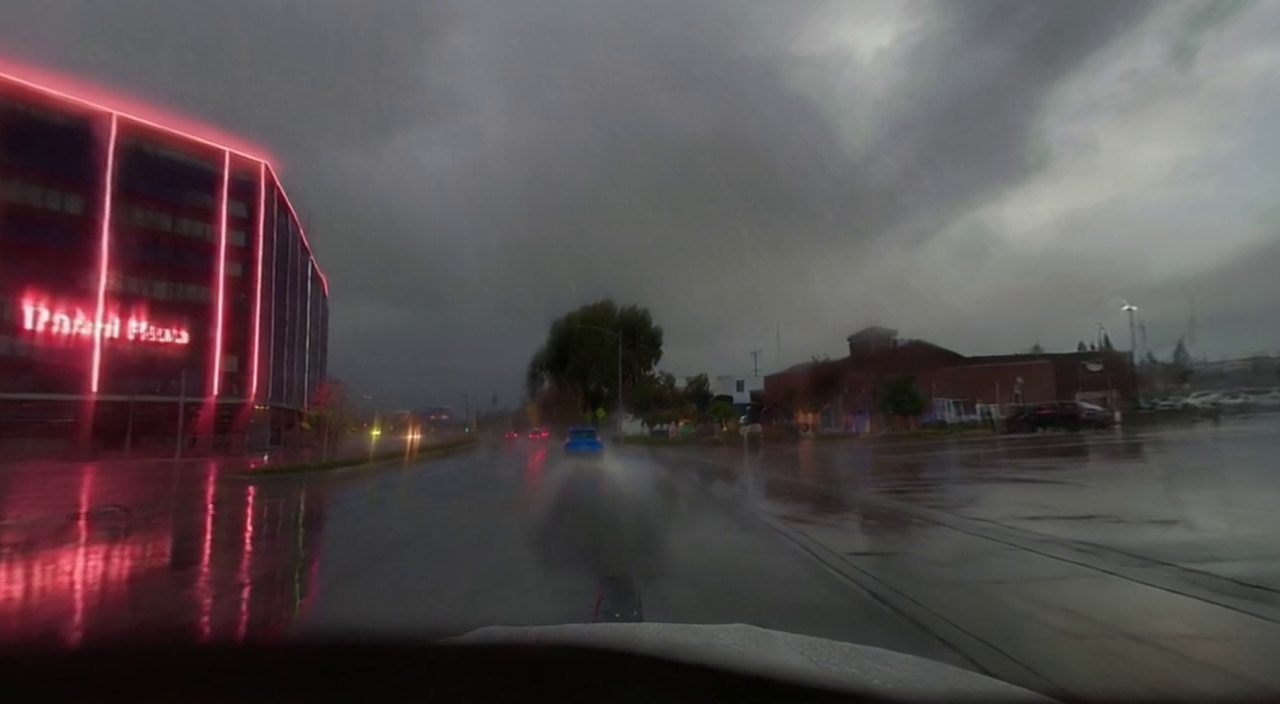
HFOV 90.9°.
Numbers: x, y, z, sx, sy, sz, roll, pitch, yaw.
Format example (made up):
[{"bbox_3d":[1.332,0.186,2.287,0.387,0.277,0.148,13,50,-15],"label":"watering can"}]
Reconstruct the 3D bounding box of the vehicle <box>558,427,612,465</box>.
[{"bbox_3d":[-2.588,4.242,28.661,2.231,1.572,4.227,1,-8,-8],"label":"vehicle"}]
